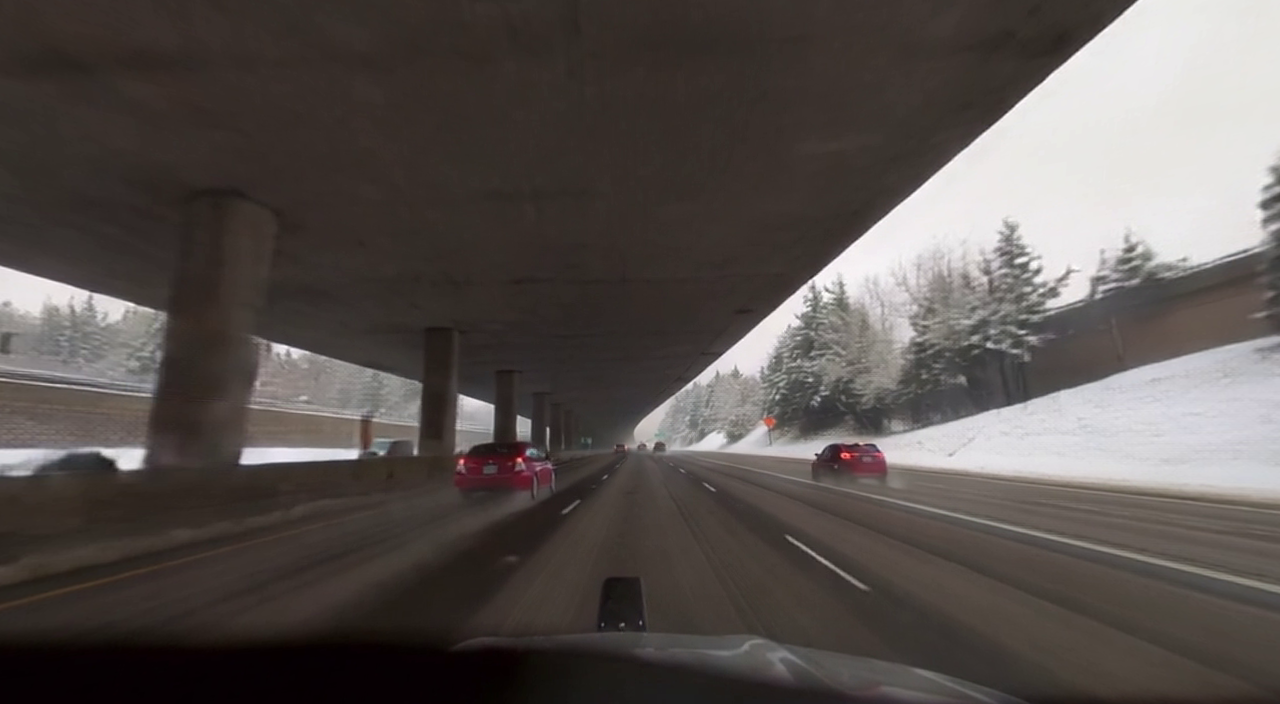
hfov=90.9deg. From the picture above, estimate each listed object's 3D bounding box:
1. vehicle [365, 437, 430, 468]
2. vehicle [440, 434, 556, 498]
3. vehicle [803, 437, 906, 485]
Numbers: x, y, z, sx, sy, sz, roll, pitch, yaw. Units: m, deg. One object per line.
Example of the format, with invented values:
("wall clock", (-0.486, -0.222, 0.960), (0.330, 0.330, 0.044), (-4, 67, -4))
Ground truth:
("vehicle", (-17.099, 7.143, 44.867), (2.301, 2.034, 5.719), (0, -8, 0))
("vehicle", (-3.761, 3.133, 17.734), (2.085, 1.533, 4.861), (0, -8, 1))
("vehicle", (7.301, 3.758, 22.035), (1.914, 1.465, 4.574), (0, -8, -1))
